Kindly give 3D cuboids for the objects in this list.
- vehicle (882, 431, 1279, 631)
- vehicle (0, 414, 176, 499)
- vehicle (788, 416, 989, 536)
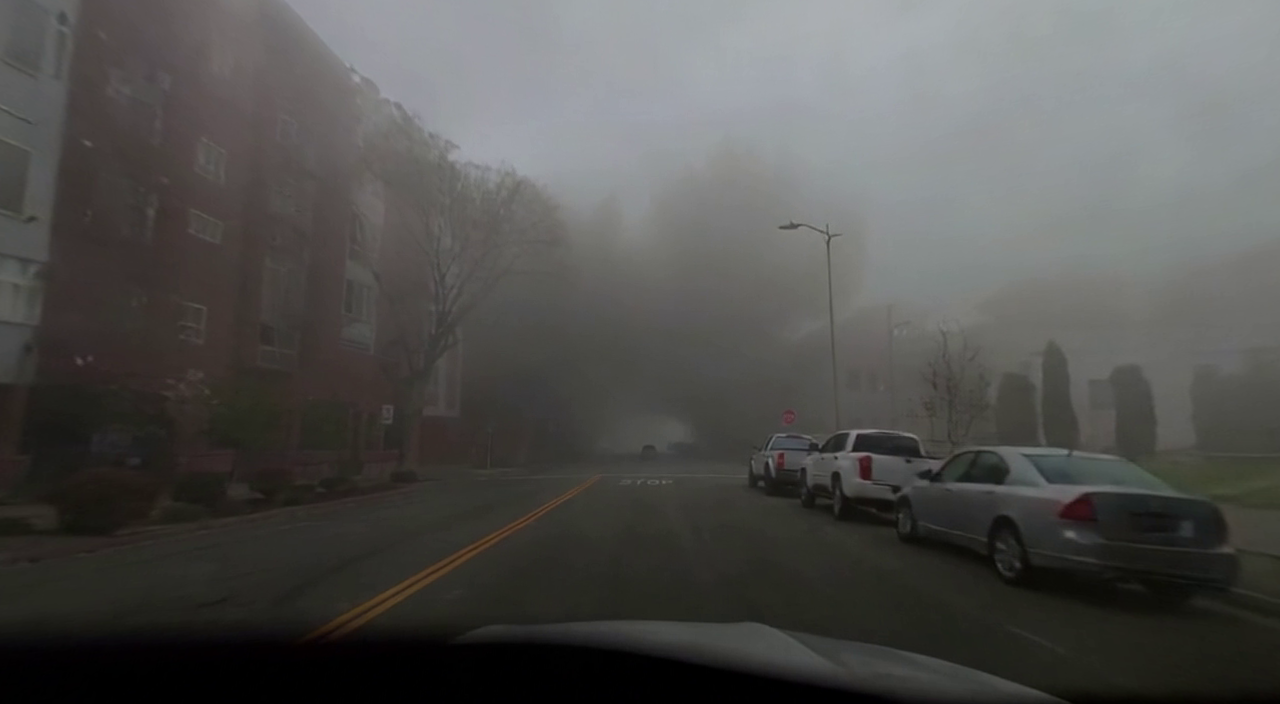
[{"bbox_3d":[4.417,1.677,6.959,1.801,1.491,4.308,0,-8,1],"label":"vehicle"},{"bbox_3d":[-15.860,2.708,16.460,5.525,2.057,2.256,0,-8,1],"label":"vehicle"},{"bbox_3d":[4.394,2.263,12.067,2.041,1.838,4.524,0,-8,1],"label":"vehicle"}]
